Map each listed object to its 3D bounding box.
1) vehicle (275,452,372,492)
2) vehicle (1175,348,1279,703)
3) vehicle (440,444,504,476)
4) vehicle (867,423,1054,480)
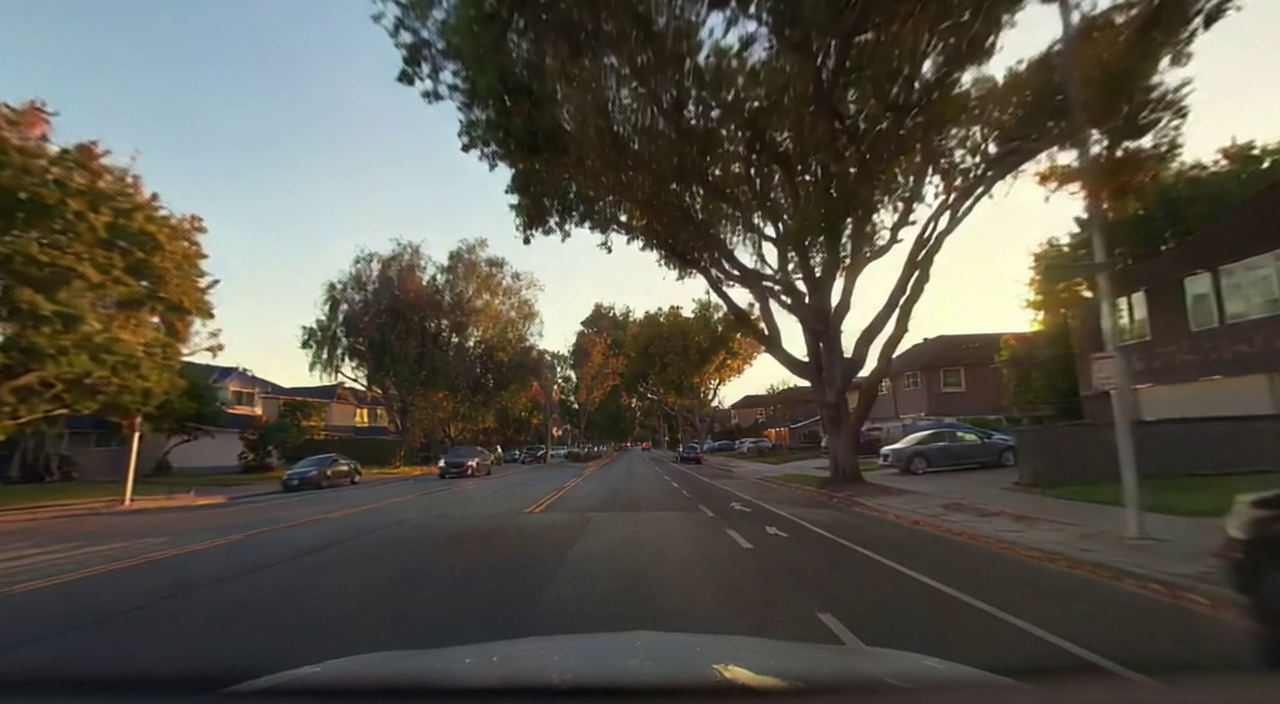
[{"bbox_3d":[-13.361,5.062,27.030,1.850,1.472,4.511,0,-8,-1],"label":"vehicle"},{"bbox_3d":[4.364,0.658,1.384,2.166,1.858,4.667,0,-8,-2],"label":"vehicle"},{"bbox_3d":[-8.540,5.514,32.520,1.973,1.509,4.651,0,-8,0],"label":"vehicle"},{"bbox_3d":[9.696,3.040,19.399,4.690,1.579,1.878,0,-8,-1],"label":"vehicle"}]
